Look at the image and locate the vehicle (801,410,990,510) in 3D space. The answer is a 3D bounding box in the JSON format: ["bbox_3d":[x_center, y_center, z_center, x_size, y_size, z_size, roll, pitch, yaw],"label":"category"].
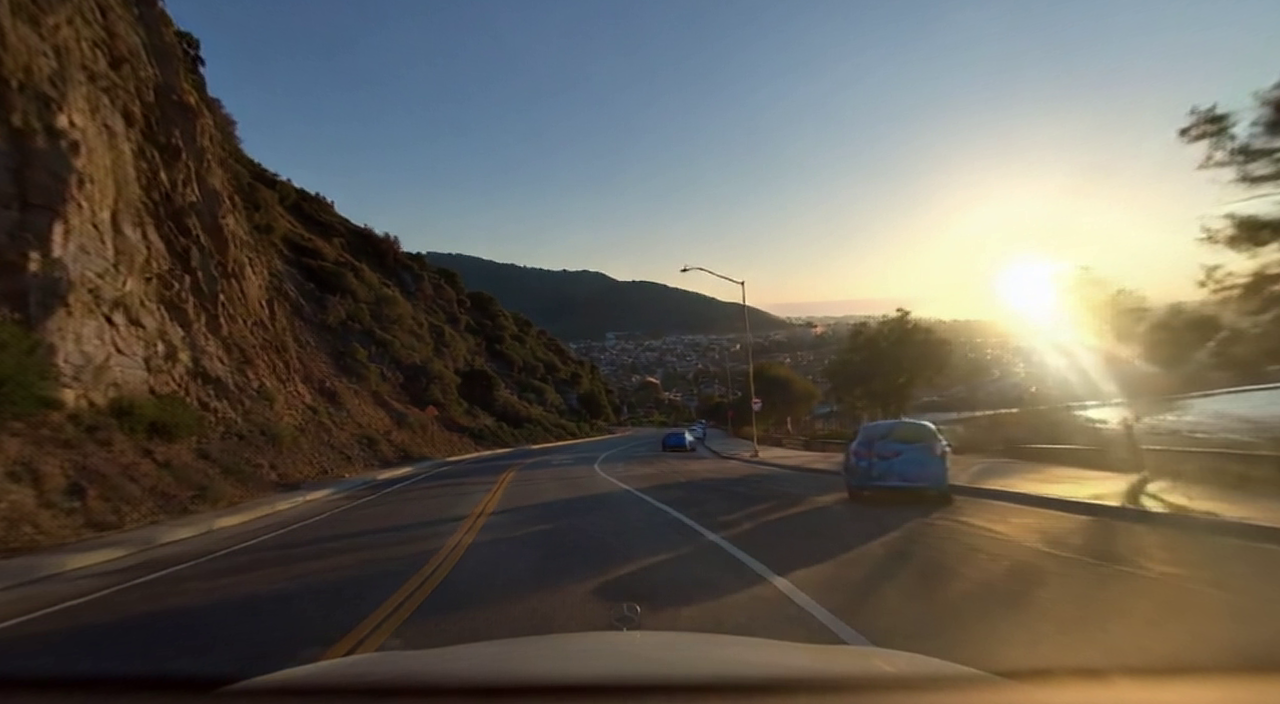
[{"bbox_3d":[5.367,2.138,12.956,2.064,1.667,4.453,-8,-11,42],"label":"vehicle"}]

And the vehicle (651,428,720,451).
[{"bbox_3d":[3.338,6.278,45.619,4.963,1.585,2.155,6,-10,-42],"label":"vehicle"}]
